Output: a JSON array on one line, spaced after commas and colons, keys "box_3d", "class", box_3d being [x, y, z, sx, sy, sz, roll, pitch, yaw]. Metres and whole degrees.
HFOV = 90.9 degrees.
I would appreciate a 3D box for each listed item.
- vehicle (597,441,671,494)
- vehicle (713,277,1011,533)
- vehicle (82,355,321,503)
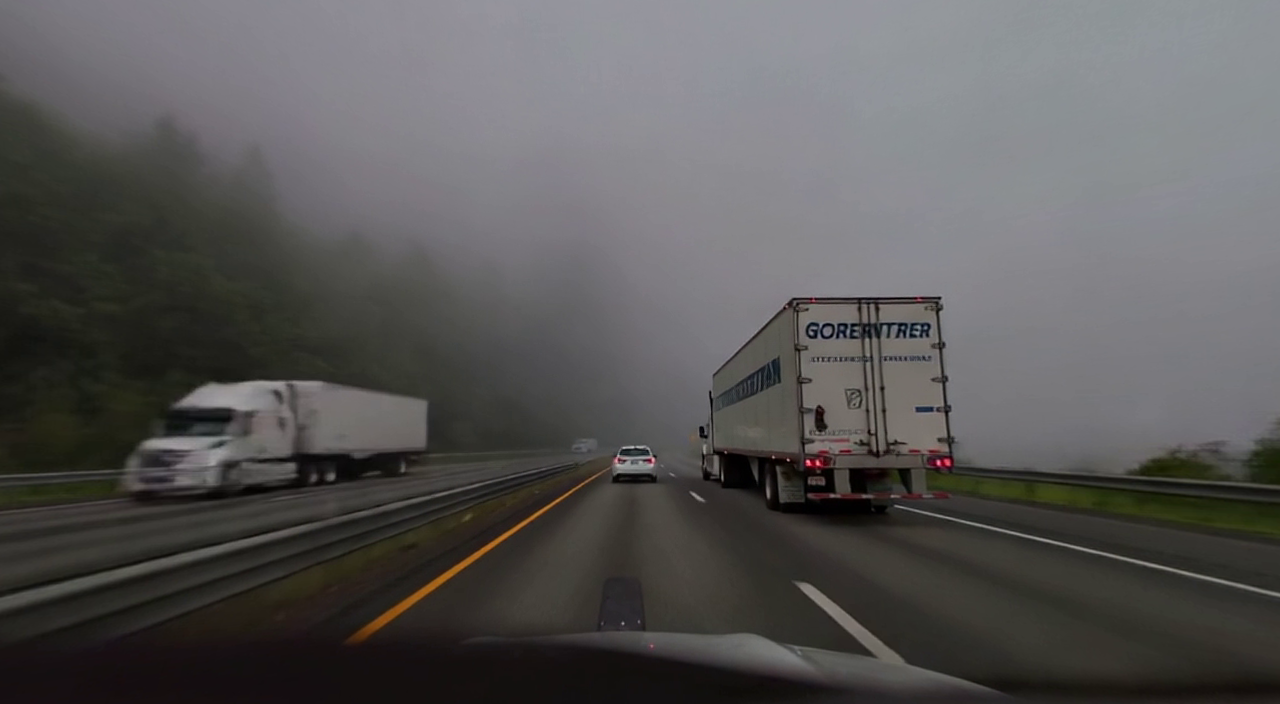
[{"box_3d": [-0.161, 3.601, 19.852, 2.074, 1.475, 3.960, 0, -9, 0], "class": "vehicle"}, {"box_3d": [4.292, 1.930, 17.162, 2.909, 4.074, 14.457, 0, -9, 0], "class": "vehicle"}, {"box_3d": [-13.066, 2.482, 19.626, 3.028, 3.921, 5.723, 0, -9, 1], "class": "vehicle"}]
